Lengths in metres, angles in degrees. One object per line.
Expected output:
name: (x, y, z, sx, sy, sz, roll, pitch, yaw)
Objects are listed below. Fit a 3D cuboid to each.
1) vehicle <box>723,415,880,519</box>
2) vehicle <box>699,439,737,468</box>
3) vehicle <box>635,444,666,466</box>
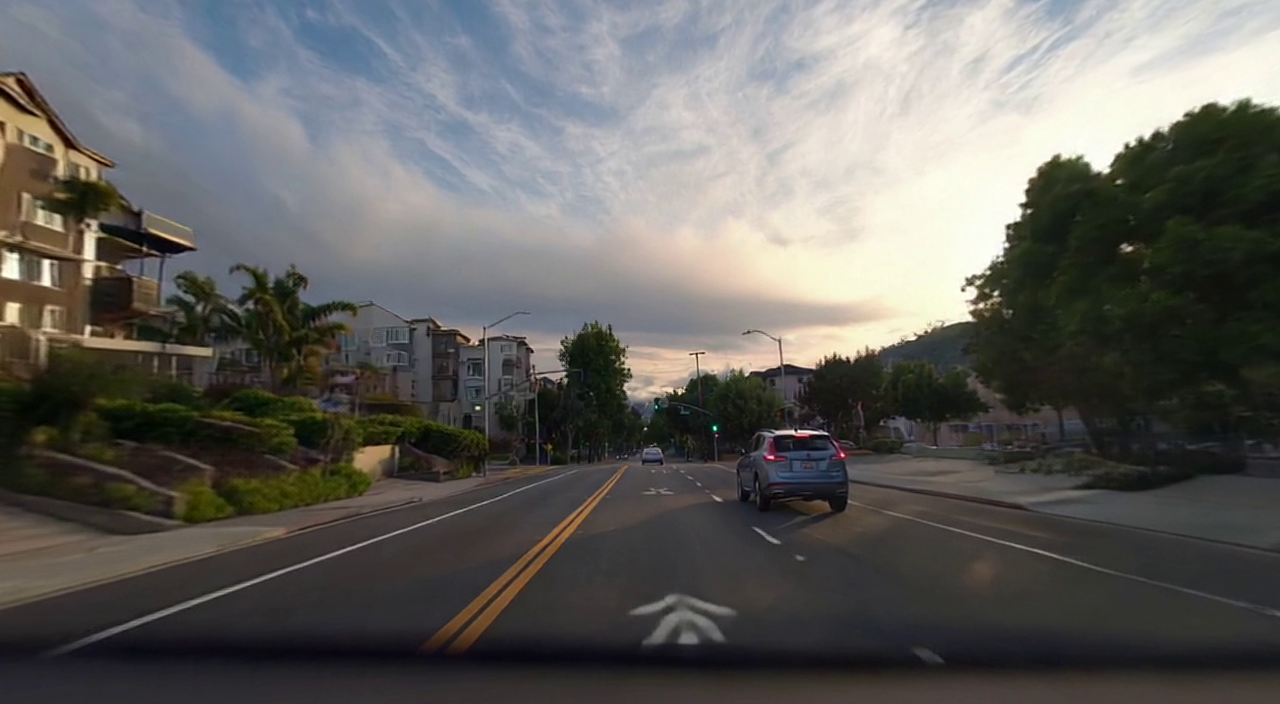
vehicle: (3.240, 2.440, 13.878, 2.130, 1.863, 4.844, 0, -9, 0)
vehicle: (5.250, 6.836, 42.536, 2.335, 1.794, 4.898, -1, -9, 7)
vehicle: (0.739, 7.464, 45.831, 2.097, 1.463, 4.043, 0, -9, 0)
